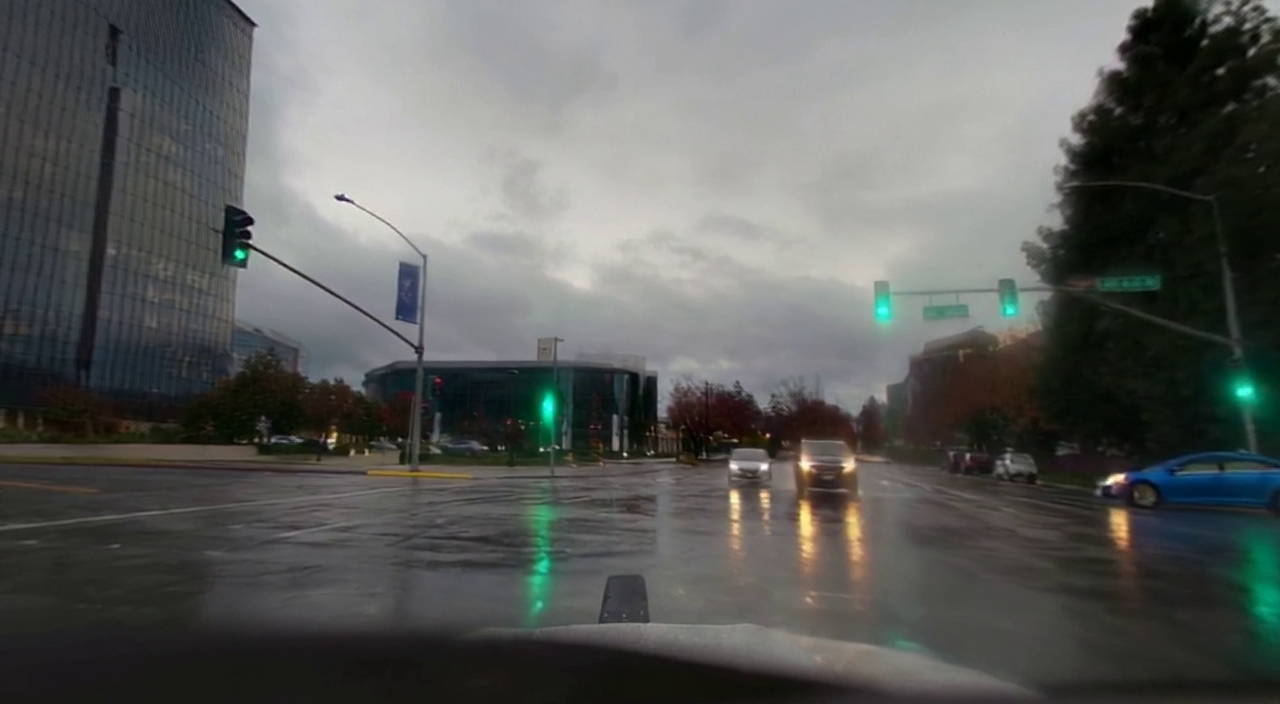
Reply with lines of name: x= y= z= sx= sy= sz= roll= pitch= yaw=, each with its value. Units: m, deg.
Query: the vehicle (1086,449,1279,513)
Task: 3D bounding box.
vehicle: x=15.511 y=3.436 z=17.268 sx=1.971 sy=1.503 sz=4.896 roll=3 pitch=-9 yaw=-20

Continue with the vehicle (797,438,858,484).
vehicle: x=7.571 y=4.413 z=25.790 sx=2.018 sy=1.699 sz=4.751 roll=-2 pitch=-9 yaw=13

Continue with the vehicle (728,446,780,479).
vehicle: x=5.740 y=5.445 z=31.225 sx=2.068 sy=1.486 sz=4.664 roll=-3 pitch=-9 yaw=15
